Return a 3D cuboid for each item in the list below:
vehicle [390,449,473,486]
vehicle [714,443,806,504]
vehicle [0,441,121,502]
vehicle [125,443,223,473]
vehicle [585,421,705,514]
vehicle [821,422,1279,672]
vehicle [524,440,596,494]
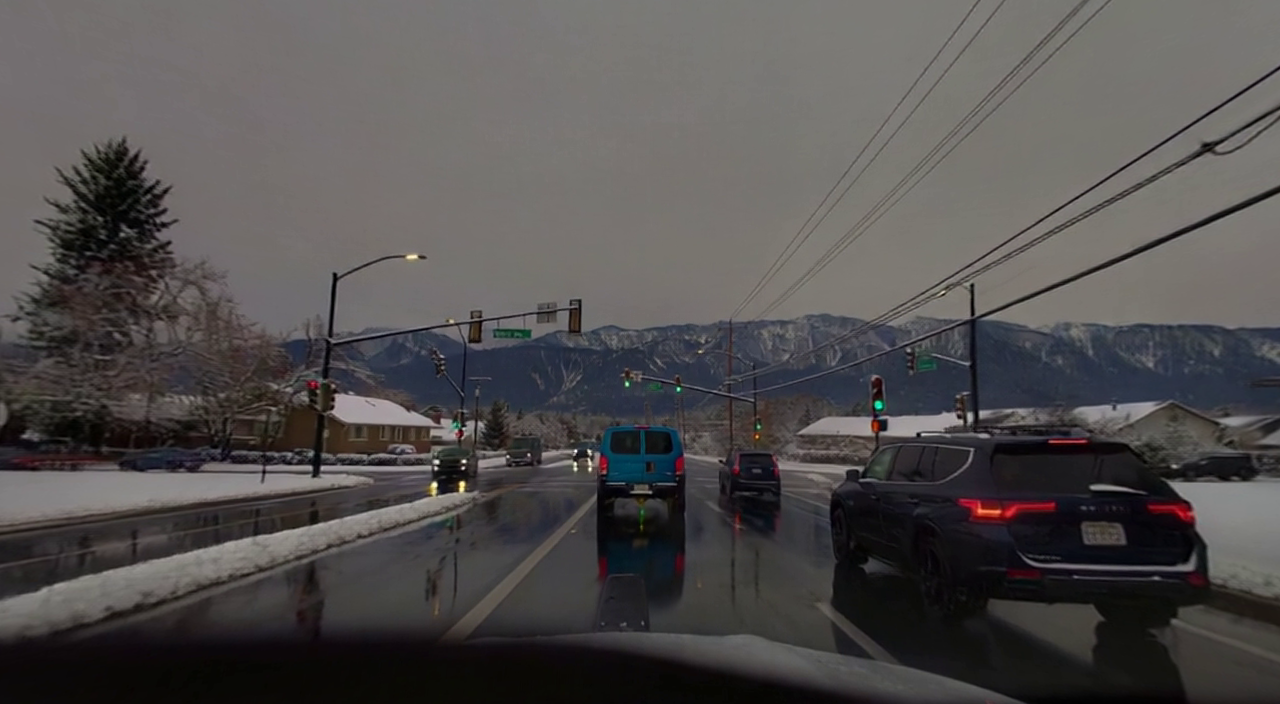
[{"bbox_3d":[-9.618,5.209,28.814,2.005,1.533,4.644,7,-11,-39],"label":"vehicle"},{"bbox_3d":[3.571,3.683,19.623,1.957,1.646,4.355,0,-8,0],"label":"vehicle"},{"bbox_3d":[-20.421,3.946,21.266,1.996,1.809,4.699,1,-8,-4],"label":"vehicle"},{"bbox_3d":[-28.392,6.473,38.511,4.428,1.738,1.886,0,-8,-1],"label":"vehicle"},{"bbox_3d":[0.129,2.916,16.456,2.636,2.011,5.130,0,-8,1],"label":"vehicle"},{"bbox_3d":[3.666,1.663,6.663,2.155,1.658,4.721,0,-8,1],"label":"vehicle"},{"bbox_3d":[-2.769,4.098,22.856,2.059,1.749,4.458,0,-8,0],"label":"vehicle"}]
